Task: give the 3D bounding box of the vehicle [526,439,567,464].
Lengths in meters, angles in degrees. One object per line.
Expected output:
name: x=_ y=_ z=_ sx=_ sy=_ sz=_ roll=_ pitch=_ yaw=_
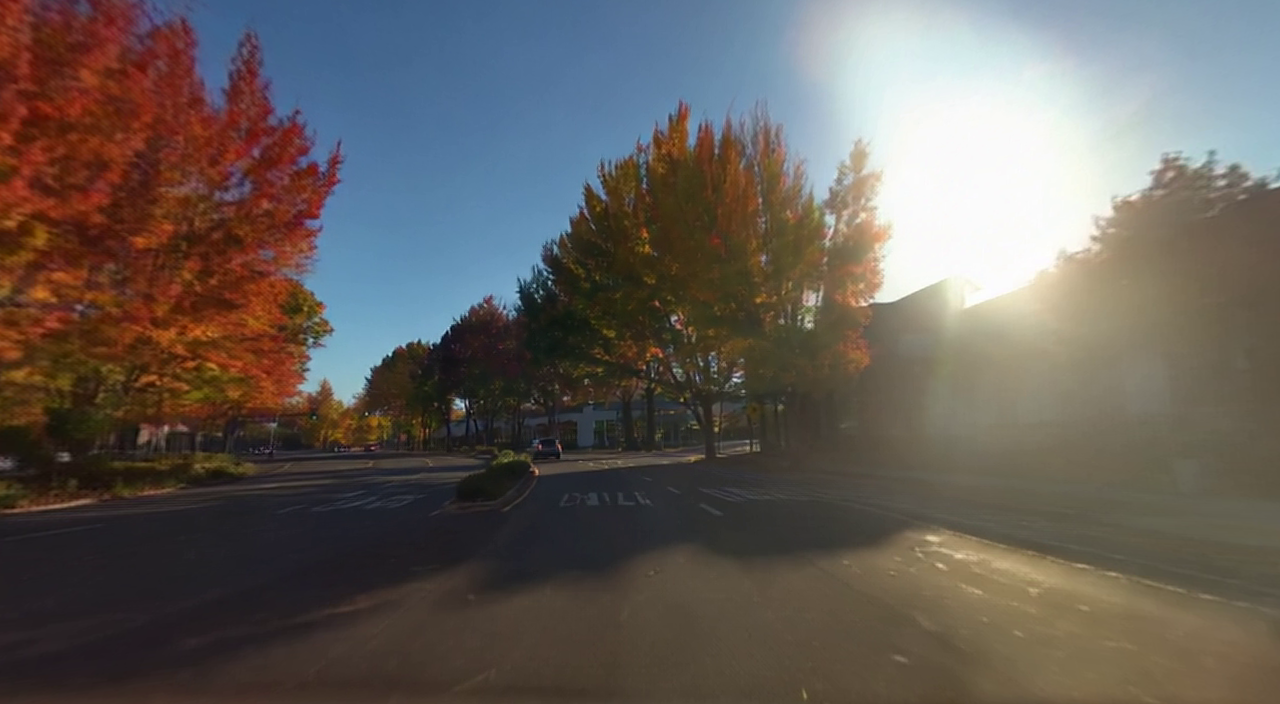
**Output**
vehicle: x=-6.313 y=6.643 z=42.210 sx=2.018 sy=1.512 sz=4.304 roll=3 pitch=-9 yaw=-18
